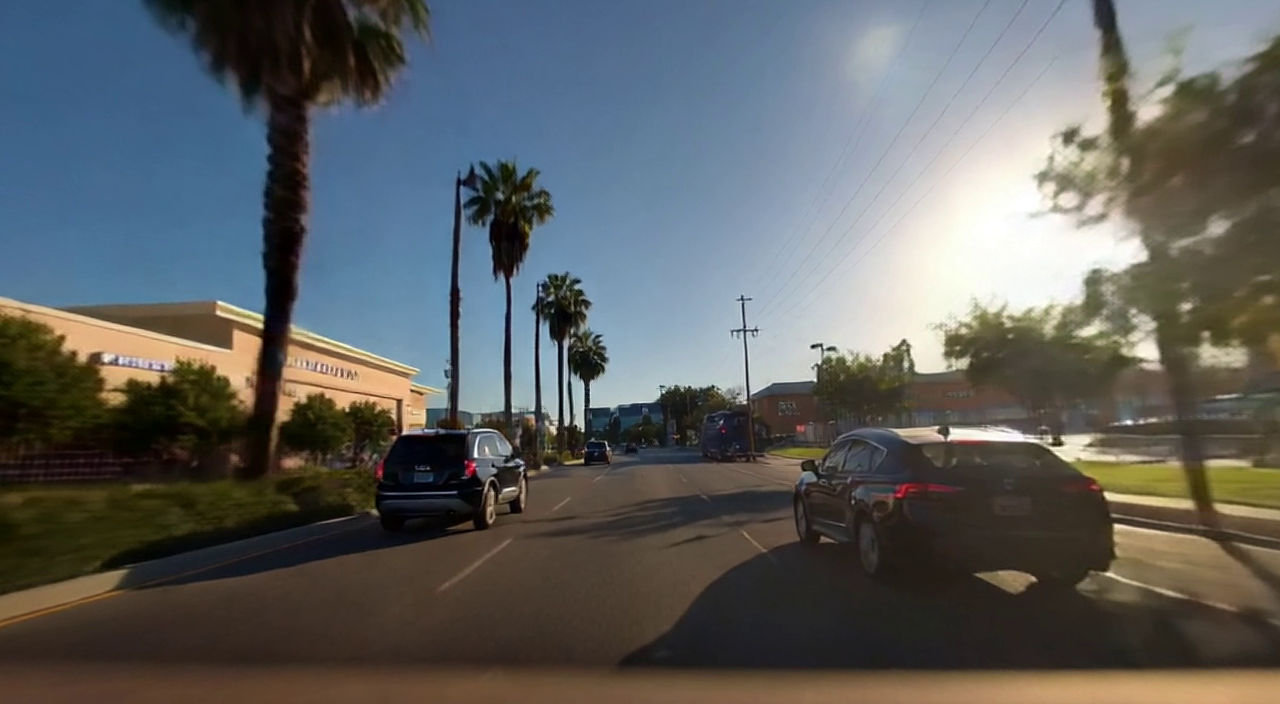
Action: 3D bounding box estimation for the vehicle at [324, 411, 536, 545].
[{"bbox_3d":[-3.219,2.029,10.813,2.058,1.804,4.391,0,-8,1],"label":"vehicle"}]

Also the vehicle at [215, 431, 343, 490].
[{"bbox_3d":[-21.838,6.568,38.884,2.989,3.225,8.285,0,-8,0],"label":"vehicle"}]

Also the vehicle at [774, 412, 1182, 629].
[{"bbox_3d":[2.837,1.492,6.585,1.946,1.513,4.133,0,-8,0],"label":"vehicle"}]

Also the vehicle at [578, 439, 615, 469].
[{"bbox_3d":[-2.658,6.341,39.562,1.998,1.743,4.402,0,-8,1],"label":"vehicle"}]

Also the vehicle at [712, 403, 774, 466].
[{"bbox_3d":[7.039,5.831,44.345,2.902,3.992,8.073,0,-8,0],"label":"vehicle"}]
